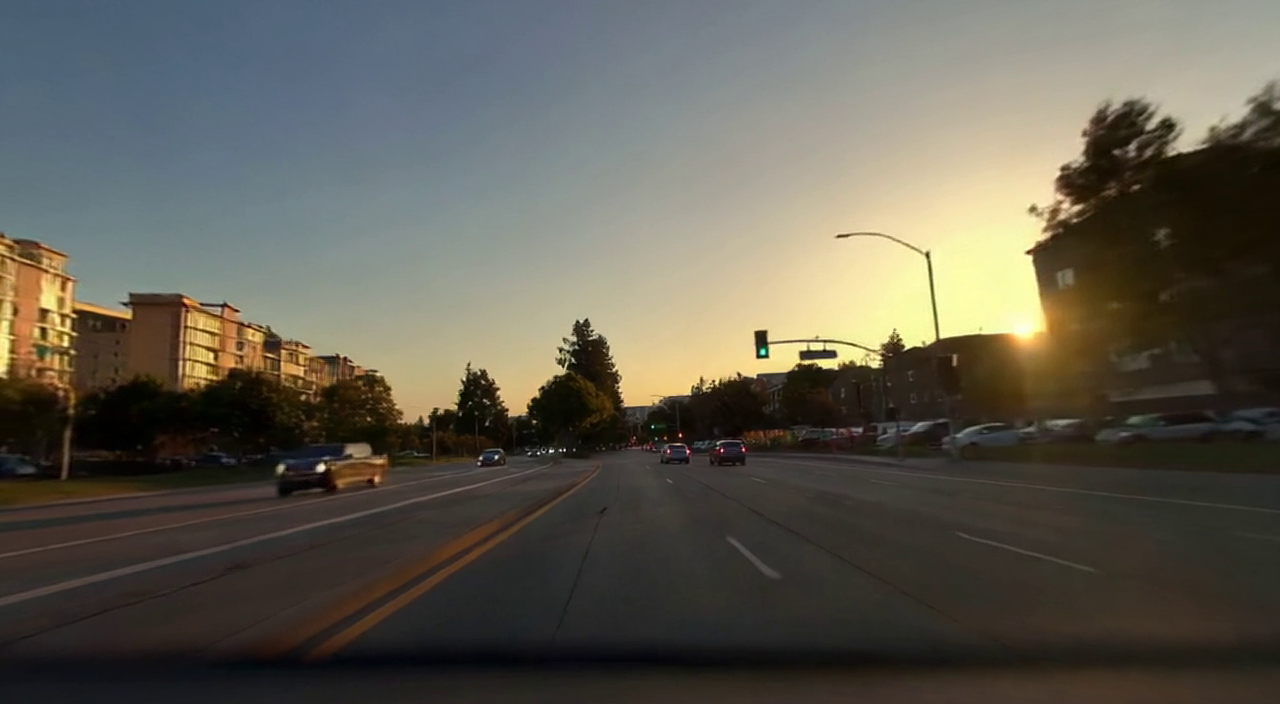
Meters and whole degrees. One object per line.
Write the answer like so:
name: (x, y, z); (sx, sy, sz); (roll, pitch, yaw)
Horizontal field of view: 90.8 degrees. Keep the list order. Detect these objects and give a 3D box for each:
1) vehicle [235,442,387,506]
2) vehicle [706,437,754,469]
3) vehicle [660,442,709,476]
vehicle: (-9.149, 3.398, 18.148); (1.843, 1.564, 4.811); (0, -9, -1)
vehicle: (5.300, 5.995, 37.688); (1.946, 1.773, 4.641); (0, -9, -3)
vehicle: (2.170, 5.329, 31.742); (1.917, 1.538, 4.259); (0, -9, -3)
